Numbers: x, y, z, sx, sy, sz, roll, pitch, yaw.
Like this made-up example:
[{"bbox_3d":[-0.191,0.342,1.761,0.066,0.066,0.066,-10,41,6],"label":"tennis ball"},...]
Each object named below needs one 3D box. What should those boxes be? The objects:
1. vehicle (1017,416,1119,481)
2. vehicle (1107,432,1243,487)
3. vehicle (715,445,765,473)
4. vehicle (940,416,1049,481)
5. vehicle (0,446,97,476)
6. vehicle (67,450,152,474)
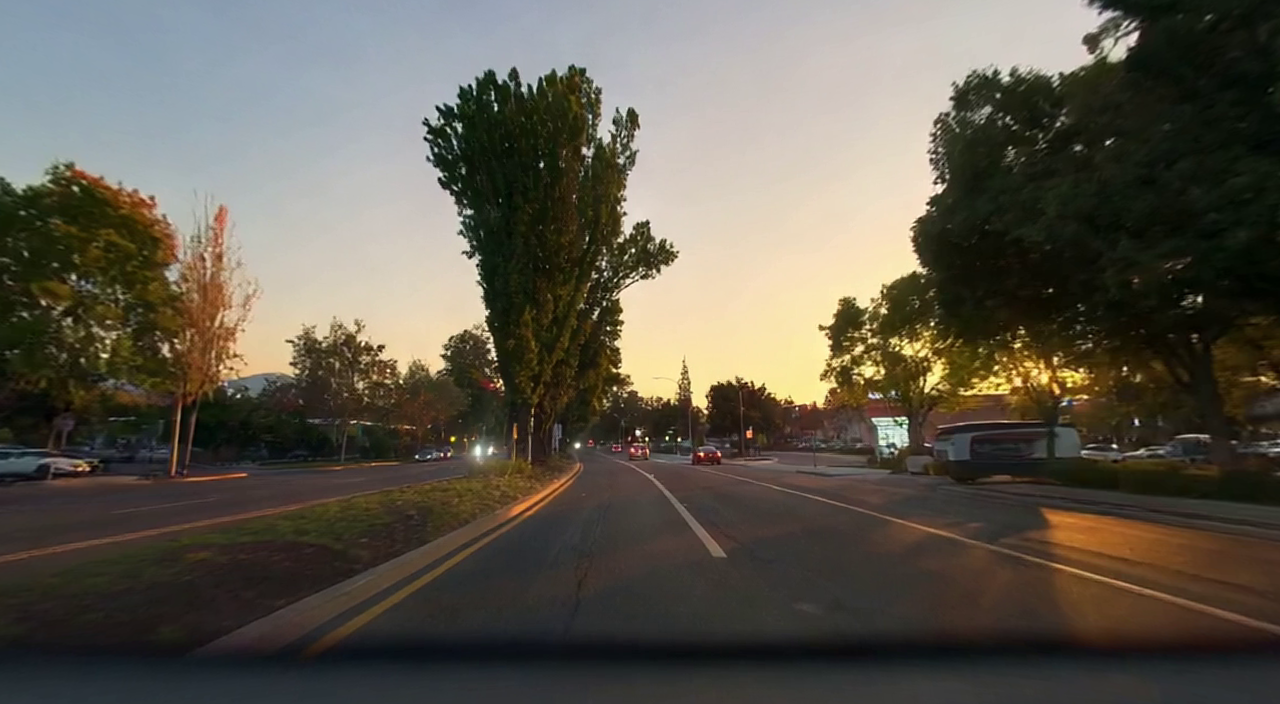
[{"bbox_3d":[18.433,4.230,27.075,6.051,2.447,2.293,11,-14,-44],"label":"vehicle"},{"bbox_3d":[22.730,4.568,27.312,2.620,2.036,6.631,-4,-9,24],"label":"vehicle"},{"bbox_3d":[5.610,6.068,35.972,1.876,1.474,4.126,0,-8,-4],"label":"vehicle"},{"bbox_3d":[16.384,4.406,29.014,6.233,2.676,2.430,8,-11,-43],"label":"vehicle"},{"bbox_3d":[-30.737,5.543,32.237,4.087,1.473,1.925,0,-8,-4],"label":"vehicle"},{"bbox_3d":[-31.740,6.581,37.844,3.380,1.366,1.777,1,-9,-5],"label":"vehicle"}]
